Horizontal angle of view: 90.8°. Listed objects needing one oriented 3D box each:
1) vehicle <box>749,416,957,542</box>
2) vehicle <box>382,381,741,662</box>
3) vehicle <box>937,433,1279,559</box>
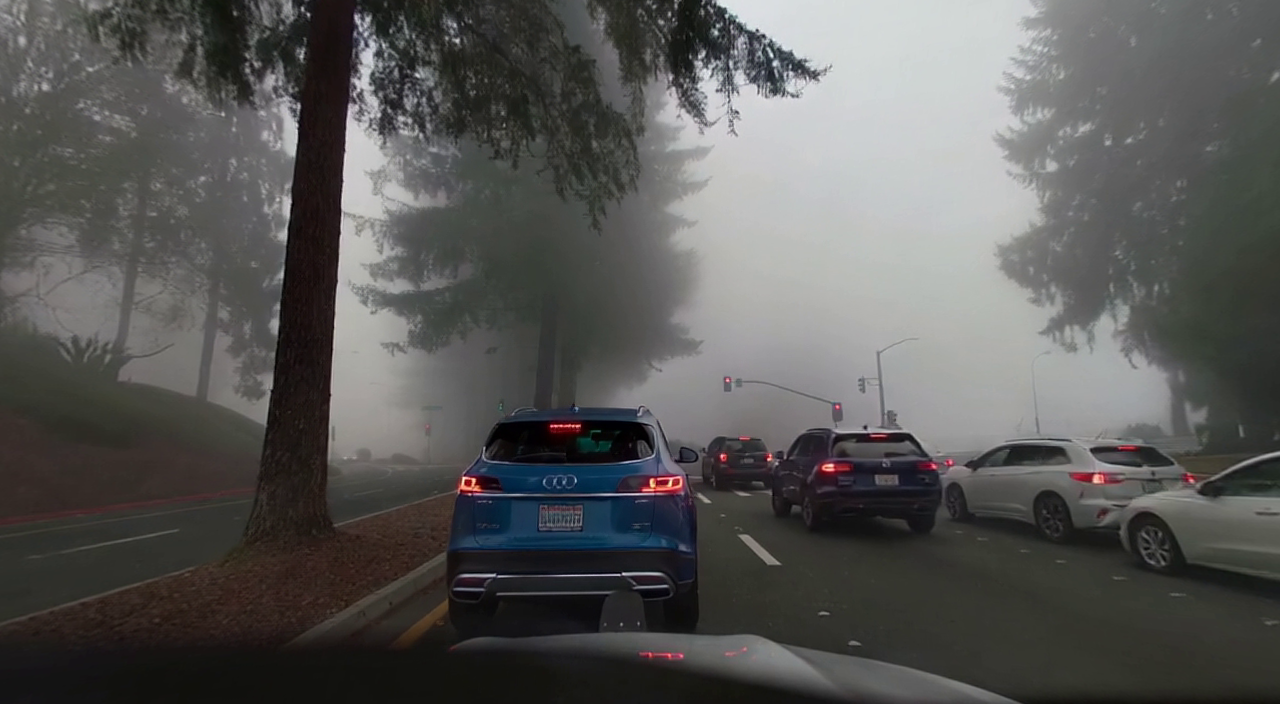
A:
[{"bbox_3d":[3.244,2.037,10.762,1.963,1.682,4.407,0,-9,-1],"label":"vehicle"},{"bbox_3d":[-0.432,1.355,6.102,2.201,1.709,4.271,0,-9,1],"label":"vehicle"},{"bbox_3d":[6.587,2.012,9.643,1.894,1.445,4.565,0,-9,0],"label":"vehicle"}]
